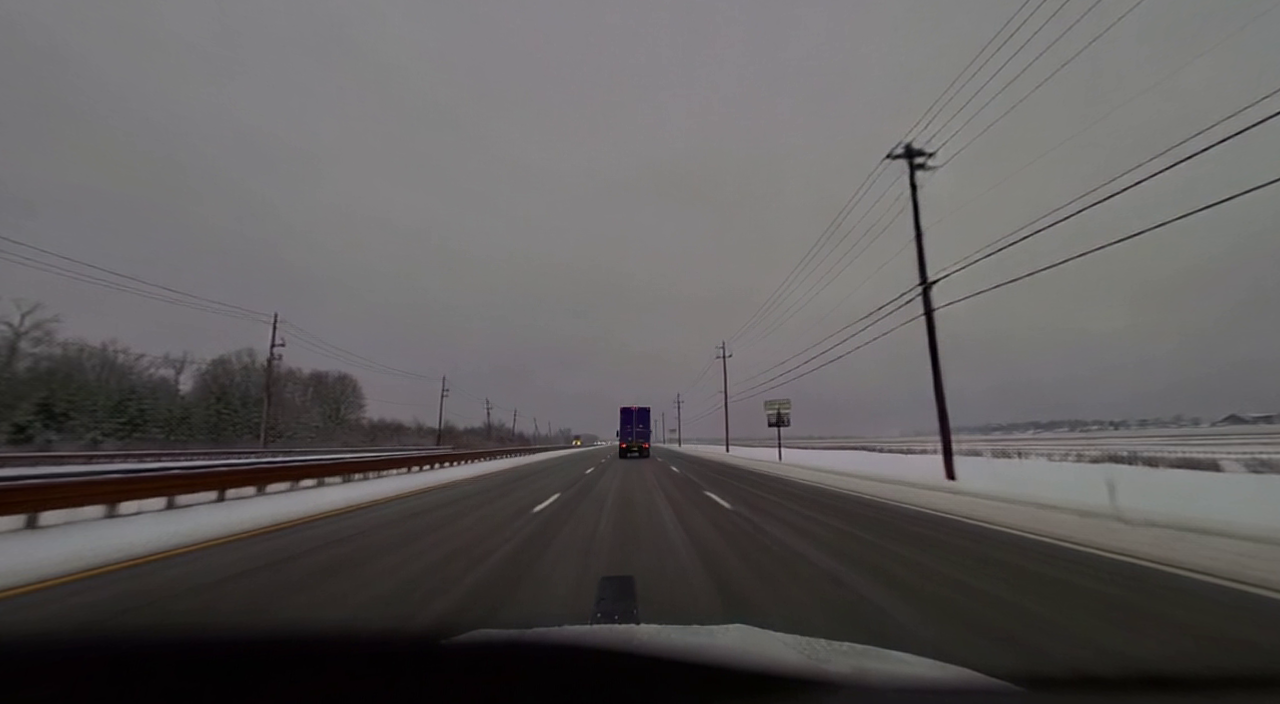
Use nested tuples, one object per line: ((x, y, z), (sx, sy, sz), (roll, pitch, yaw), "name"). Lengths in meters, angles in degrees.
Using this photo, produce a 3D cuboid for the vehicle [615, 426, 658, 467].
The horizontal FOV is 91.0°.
((-0.256, 5.285, 35.205), (2.240, 2.129, 4.480), (0, -8, -2), "vehicle")
